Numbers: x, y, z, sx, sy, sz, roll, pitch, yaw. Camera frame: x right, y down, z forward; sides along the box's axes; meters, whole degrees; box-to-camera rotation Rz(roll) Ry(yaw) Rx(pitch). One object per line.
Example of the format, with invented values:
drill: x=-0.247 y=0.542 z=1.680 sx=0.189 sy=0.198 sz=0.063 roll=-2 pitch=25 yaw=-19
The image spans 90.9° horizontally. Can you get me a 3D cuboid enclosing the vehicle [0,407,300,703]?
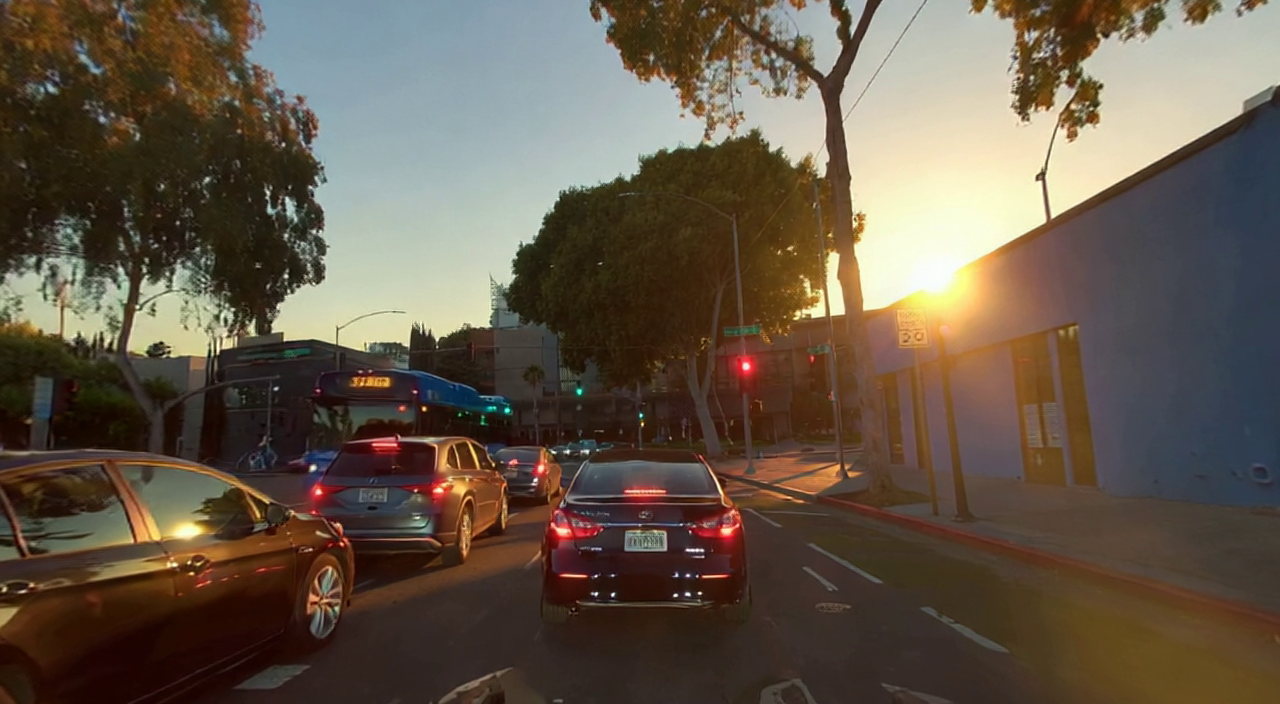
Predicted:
vehicle: x=-3.164 y=0.870 z=1.702 sx=1.867 sy=1.486 sz=4.452 roll=0 pitch=-8 yaw=2

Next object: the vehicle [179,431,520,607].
vehicle: x=-2.912 y=1.752 z=7.634 sx=1.944 sy=1.481 sz=4.385 roll=0 pitch=-8 yaw=1

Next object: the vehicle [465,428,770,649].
vehicle: x=-0.138 y=1.526 z=6.167 sx=2.031 sy=1.461 sz=3.763 roll=0 pitch=-8 yaw=0
